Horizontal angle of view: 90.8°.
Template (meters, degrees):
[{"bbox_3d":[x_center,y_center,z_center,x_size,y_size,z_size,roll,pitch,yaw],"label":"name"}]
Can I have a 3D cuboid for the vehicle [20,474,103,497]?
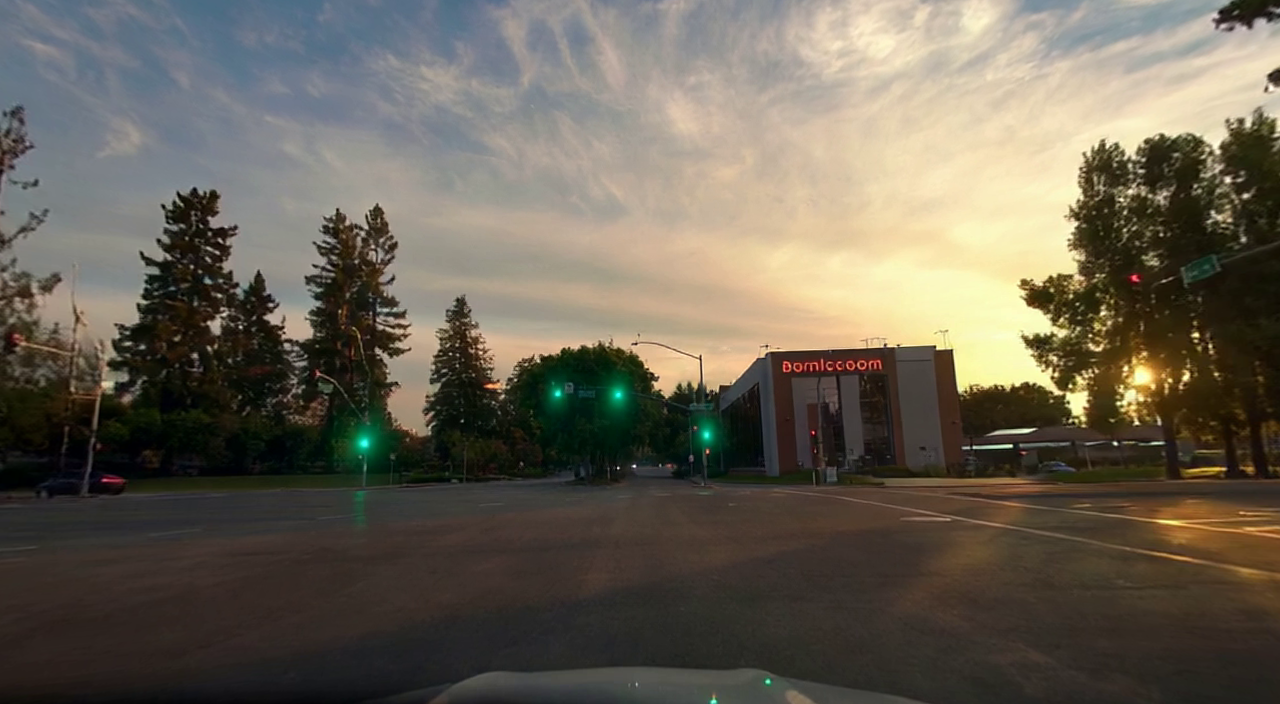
[{"bbox_3d":[-41.735,9.618,45.640,4.147,1.445,1.706,0,-9,-6],"label":"vehicle"}]
